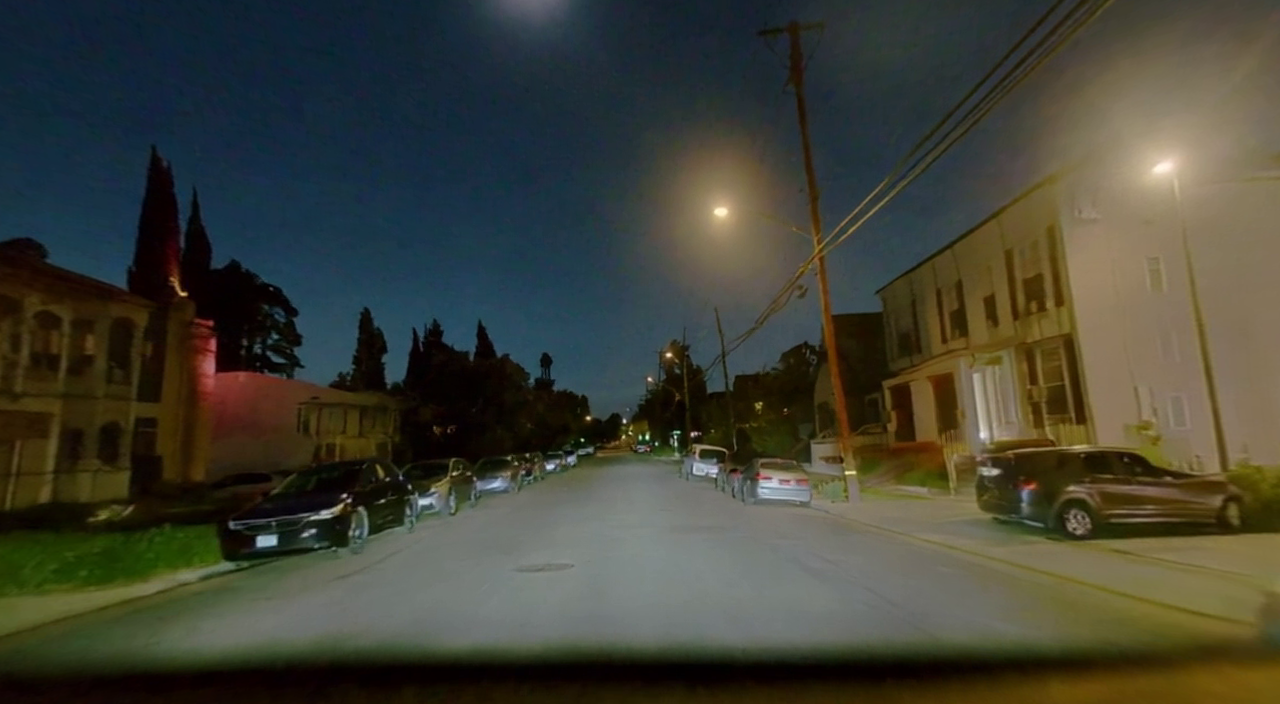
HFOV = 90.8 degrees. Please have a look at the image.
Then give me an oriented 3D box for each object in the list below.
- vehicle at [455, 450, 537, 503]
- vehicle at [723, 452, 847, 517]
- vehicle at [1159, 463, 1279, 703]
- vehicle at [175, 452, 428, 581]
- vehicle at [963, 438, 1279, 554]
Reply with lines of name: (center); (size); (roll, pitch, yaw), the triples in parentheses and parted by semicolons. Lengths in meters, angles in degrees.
vehicle: (-5.930, 5.164, 26.819); (2.184, 1.958, 5.757); (0, -9, -1)
vehicle: (3.808, 3.563, 17.607); (2.174, 1.504, 4.809); (0, -9, -2)
vehicle: (4.076, 0.886, 1.154); (2.057, 1.511, 4.858); (-4, -11, 0)
vehicle: (-5.385, 2.607, 10.926); (2.032, 1.716, 4.382); (0, -9, -2)
vehicle: (7.811, 2.125, 9.688); (4.546, 1.537, 2.076); (-1, -9, 2)
